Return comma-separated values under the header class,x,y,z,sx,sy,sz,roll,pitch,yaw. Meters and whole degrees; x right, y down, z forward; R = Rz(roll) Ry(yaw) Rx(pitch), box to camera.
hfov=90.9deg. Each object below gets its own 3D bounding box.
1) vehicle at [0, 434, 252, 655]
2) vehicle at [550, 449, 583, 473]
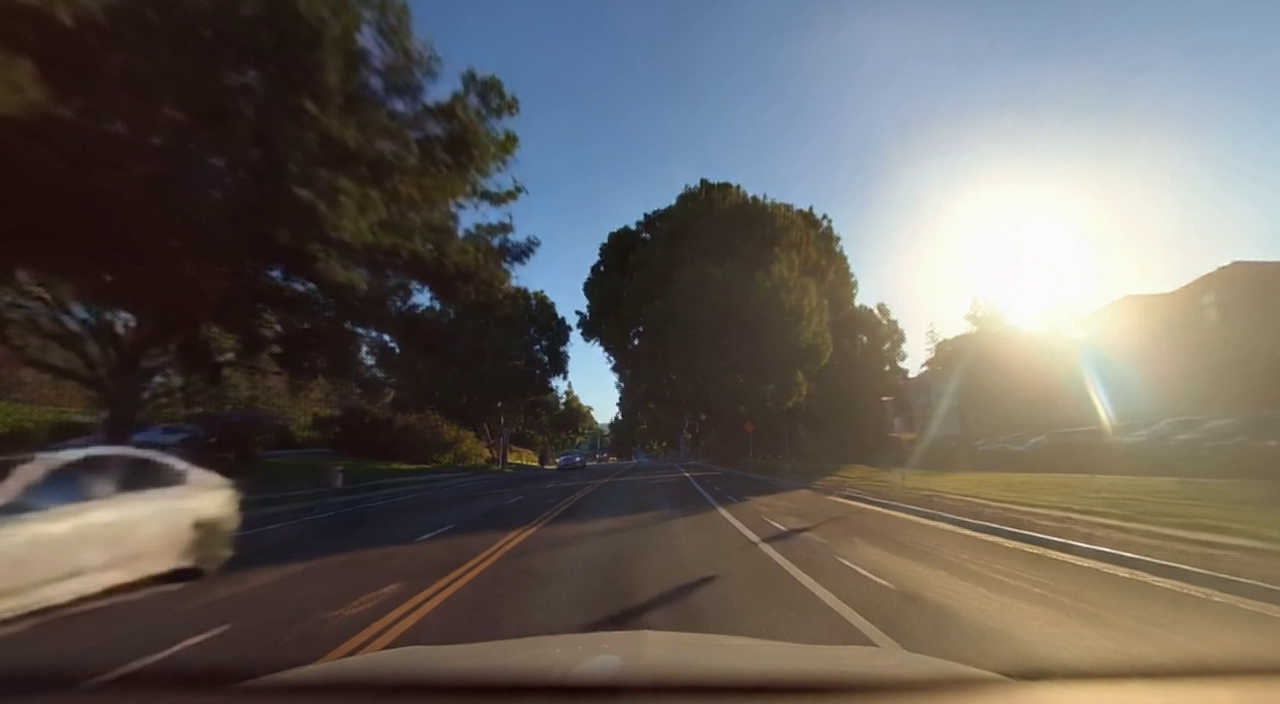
class,x,y,z,sx,sy,sz,roll,pitch,yaw
vehicle,-5.488,1.405,4.830,2.133,1.508,4.535,0,-8,0
vehicle,-5.120,7.647,44.266,1.816,1.543,3.931,0,-8,1
